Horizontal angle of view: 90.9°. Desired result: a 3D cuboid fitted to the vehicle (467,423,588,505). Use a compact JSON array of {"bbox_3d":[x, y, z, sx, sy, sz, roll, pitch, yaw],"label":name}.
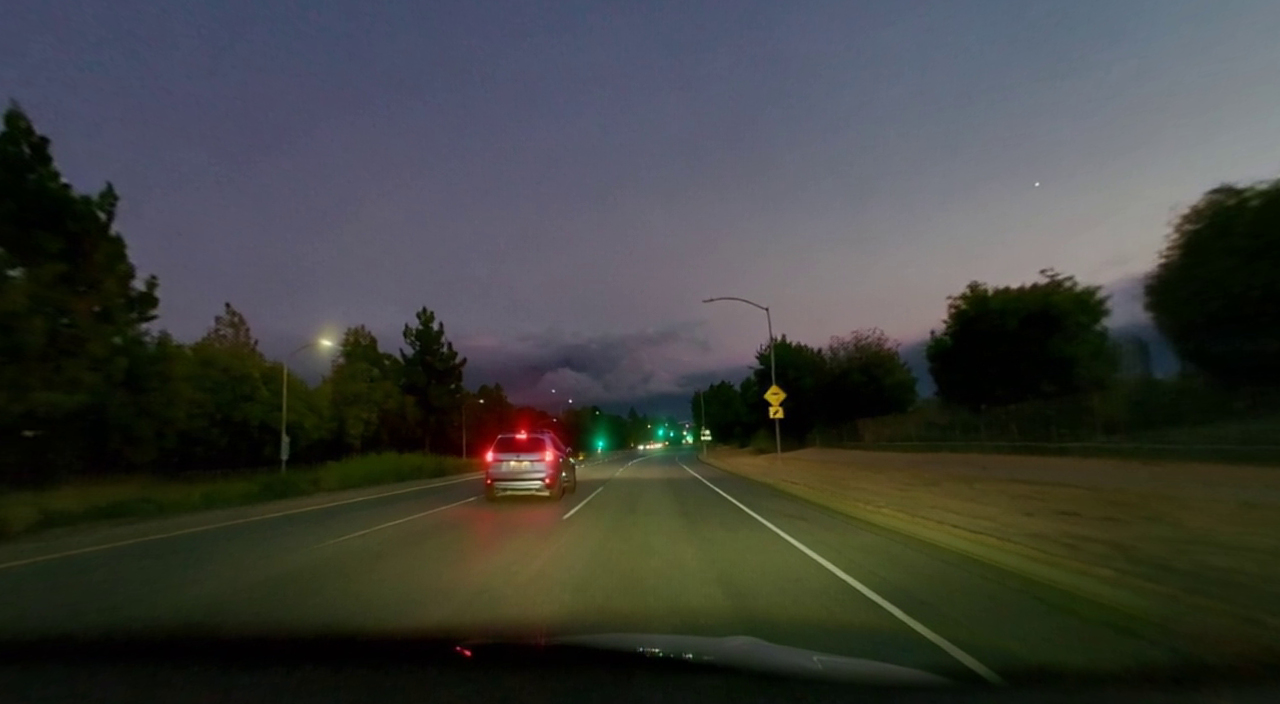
[{"bbox_3d":[-2.773,2.913,16.833,2.160,1.855,4.695,0,-8,2],"label":"vehicle"}]
